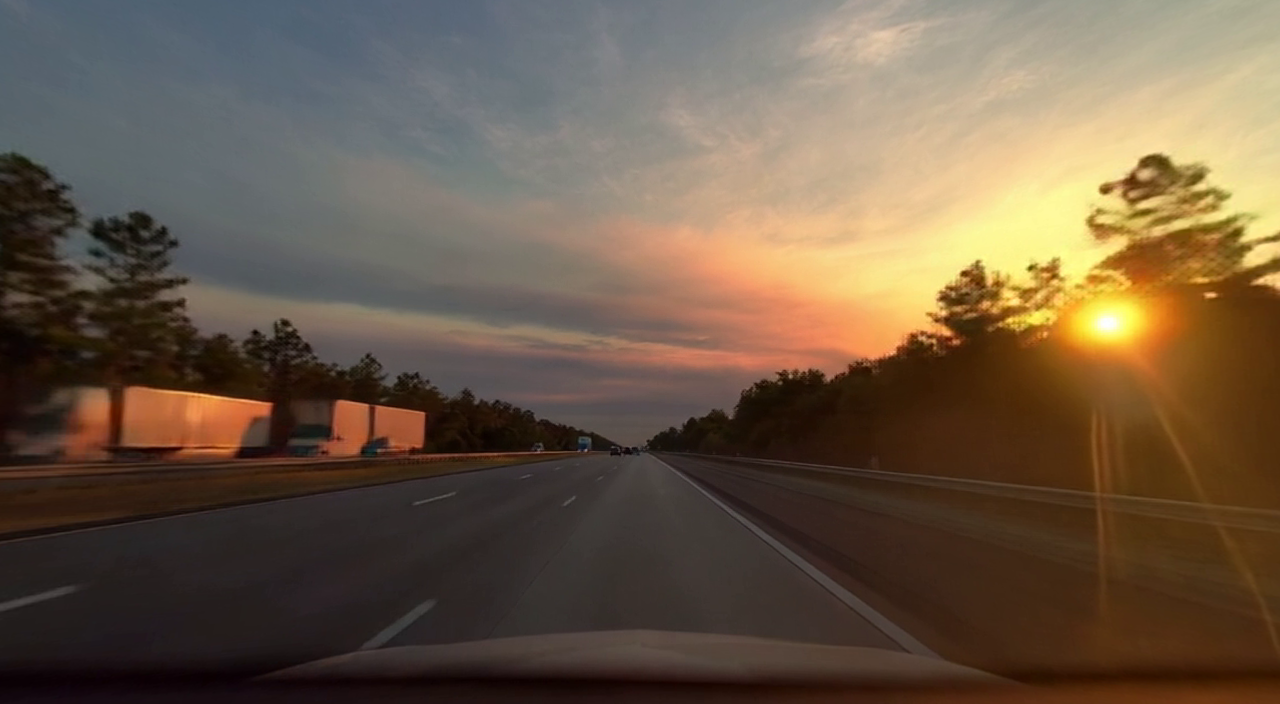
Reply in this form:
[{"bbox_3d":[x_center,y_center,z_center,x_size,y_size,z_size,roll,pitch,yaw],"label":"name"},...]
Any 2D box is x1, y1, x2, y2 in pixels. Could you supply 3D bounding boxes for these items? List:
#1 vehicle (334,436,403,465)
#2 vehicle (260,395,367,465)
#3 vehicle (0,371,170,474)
[{"bbox_3d":[-14.907,5.456,34.905,1.945,1.465,4.194,0,-9,-1],"label":"vehicle"},{"bbox_3d":[-18.799,4.631,36.829,2.903,3.735,5.919,0,-9,0],"label":"vehicle"},{"bbox_3d":[-23.183,2.994,25.782,2.957,3.674,6.213,0,-9,0],"label":"vehicle"}]
